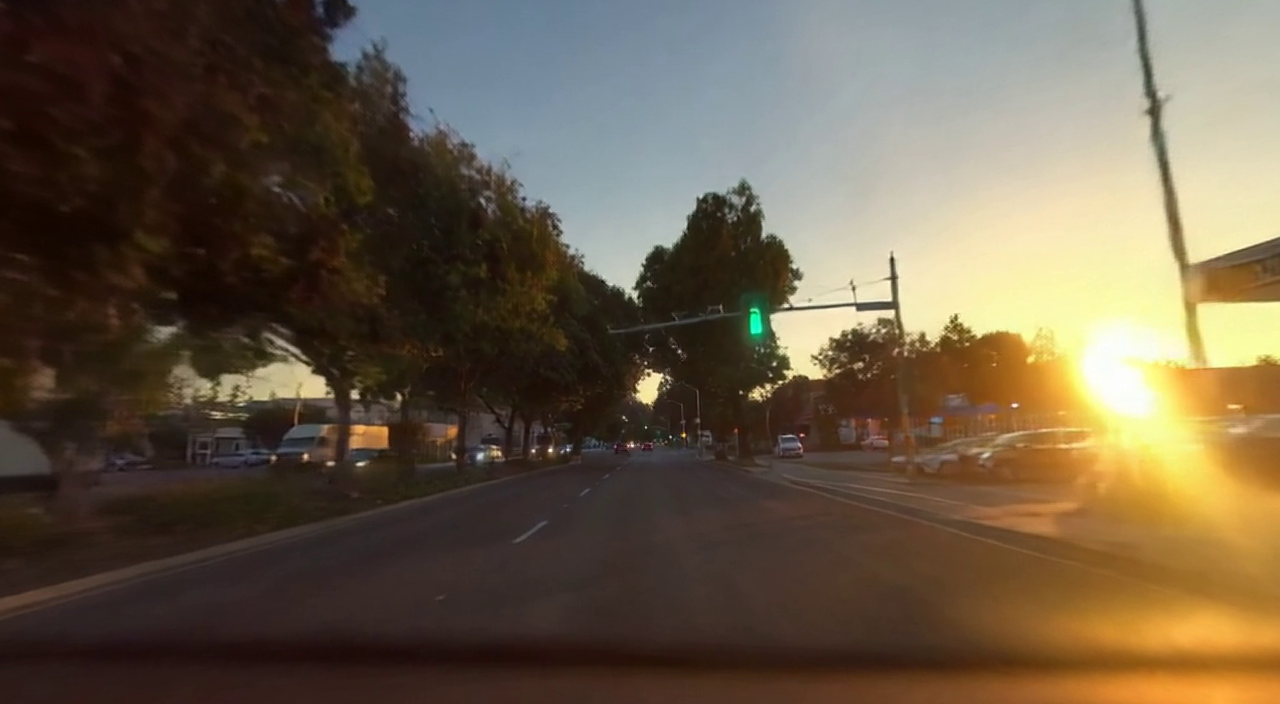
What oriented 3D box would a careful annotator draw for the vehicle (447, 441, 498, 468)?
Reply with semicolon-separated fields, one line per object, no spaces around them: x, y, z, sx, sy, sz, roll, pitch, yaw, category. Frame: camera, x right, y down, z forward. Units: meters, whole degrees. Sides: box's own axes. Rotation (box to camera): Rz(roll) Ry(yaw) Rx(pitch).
-11.033;6.767;41.874;2.078;1.656;4.624;0;-9;1;vehicle

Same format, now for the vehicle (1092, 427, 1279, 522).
11.345;2.190;11.748;4.274;1.487;1.918;-2;-8;1;vehicle

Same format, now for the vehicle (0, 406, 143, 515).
-18.993;3.157;18.401;2.837;2.953;7.214;0;-9;2;vehicle

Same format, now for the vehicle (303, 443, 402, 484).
-11.416;4.453;25.433;1.860;1.495;4.409;0;-9;1;vehicle

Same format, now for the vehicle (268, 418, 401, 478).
-18.849;6.093;40.024;2.958;3.304;10.523;0;-9;1;vehicle
